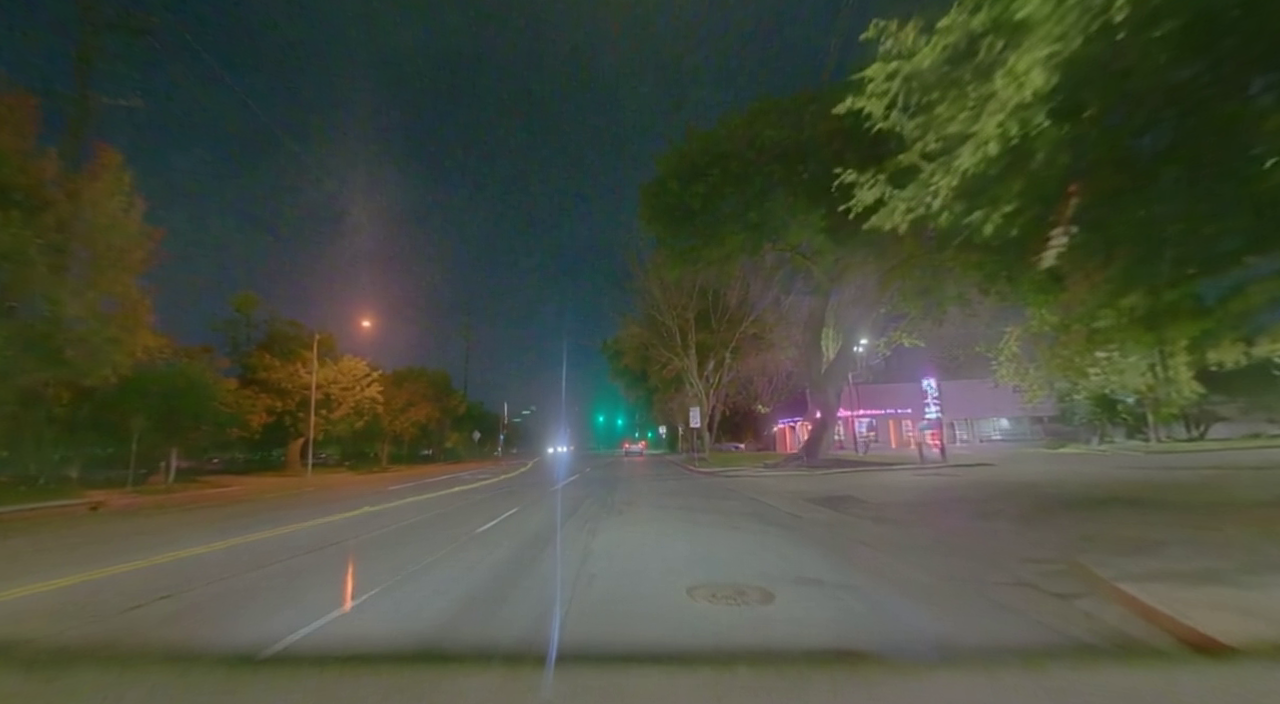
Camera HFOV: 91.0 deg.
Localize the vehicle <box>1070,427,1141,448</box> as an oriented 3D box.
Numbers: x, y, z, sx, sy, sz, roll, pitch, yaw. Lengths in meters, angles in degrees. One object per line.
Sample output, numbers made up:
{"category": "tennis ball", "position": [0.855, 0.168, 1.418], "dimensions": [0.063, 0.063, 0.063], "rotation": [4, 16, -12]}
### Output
{"category": "vehicle", "position": [33.072, 6.078, 44.706], "dimensions": [4.411, 1.457, 2.013], "rotation": [3, -9, -24]}
